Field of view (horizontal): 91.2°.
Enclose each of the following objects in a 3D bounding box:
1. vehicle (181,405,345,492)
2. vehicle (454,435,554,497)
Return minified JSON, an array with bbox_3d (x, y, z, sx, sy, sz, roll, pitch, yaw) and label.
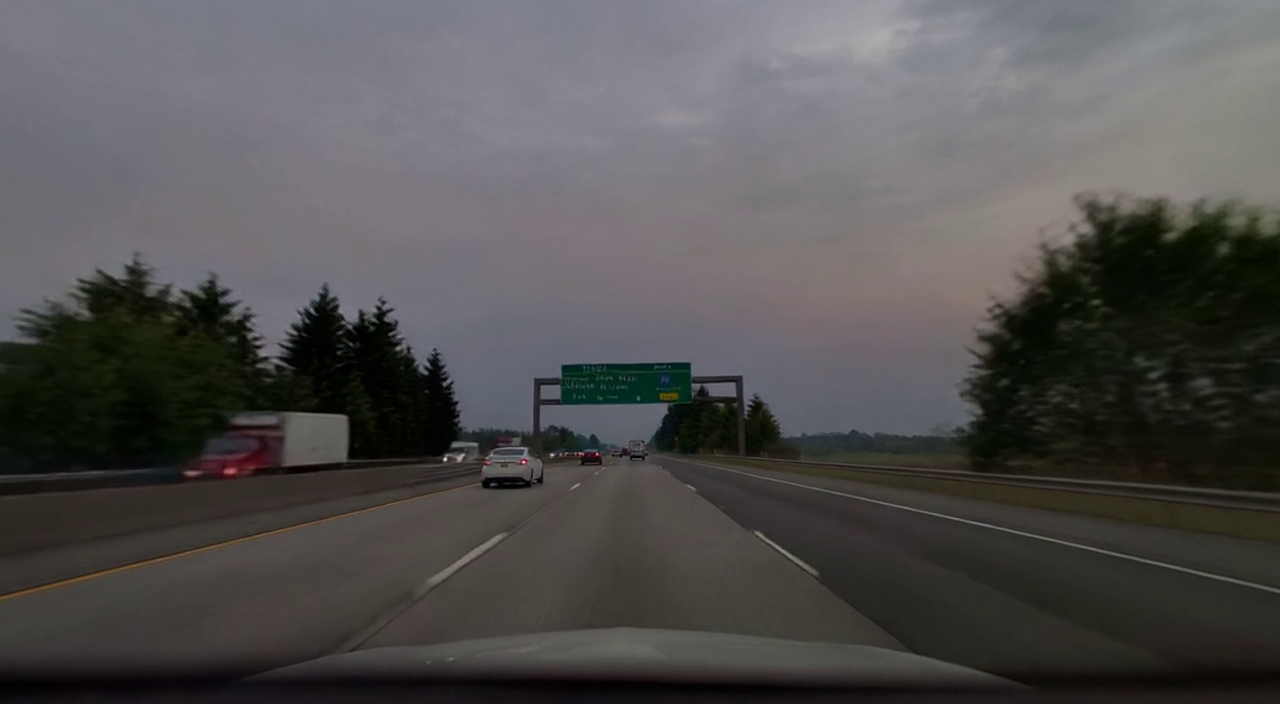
[{"bbox_3d":[-16.970,4.457,29.042,2.911,3.421,7.463,0,-9,0],"label":"vehicle"},{"bbox_3d":[-4.071,3.498,19.575,2.151,1.693,4.201,-1,-9,0],"label":"vehicle"}]
